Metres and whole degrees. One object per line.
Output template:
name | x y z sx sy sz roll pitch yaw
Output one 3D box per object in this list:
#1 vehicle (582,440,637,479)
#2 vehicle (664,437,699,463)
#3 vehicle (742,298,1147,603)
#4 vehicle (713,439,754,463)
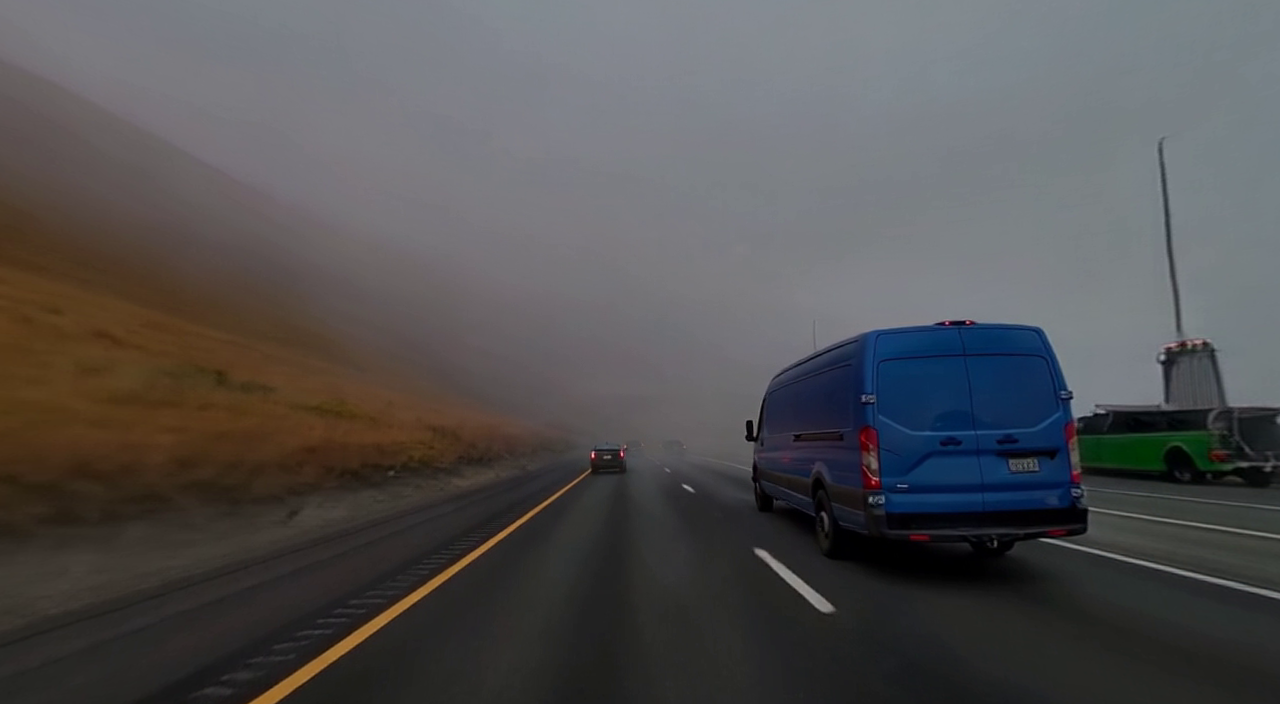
vehicle | -1.168 4.323 25.690 2.082 1.445 3.826 0 -8 -1
vehicle | 2.922 7.037 45.499 2.108 1.717 3.996 0 -8 -2
vehicle | 3.062 1.238 8.364 2.365 2.630 5.754 0 -8 -1
vehicle | 6.358 6.823 43.554 1.958 1.514 4.930 0 -8 -1
